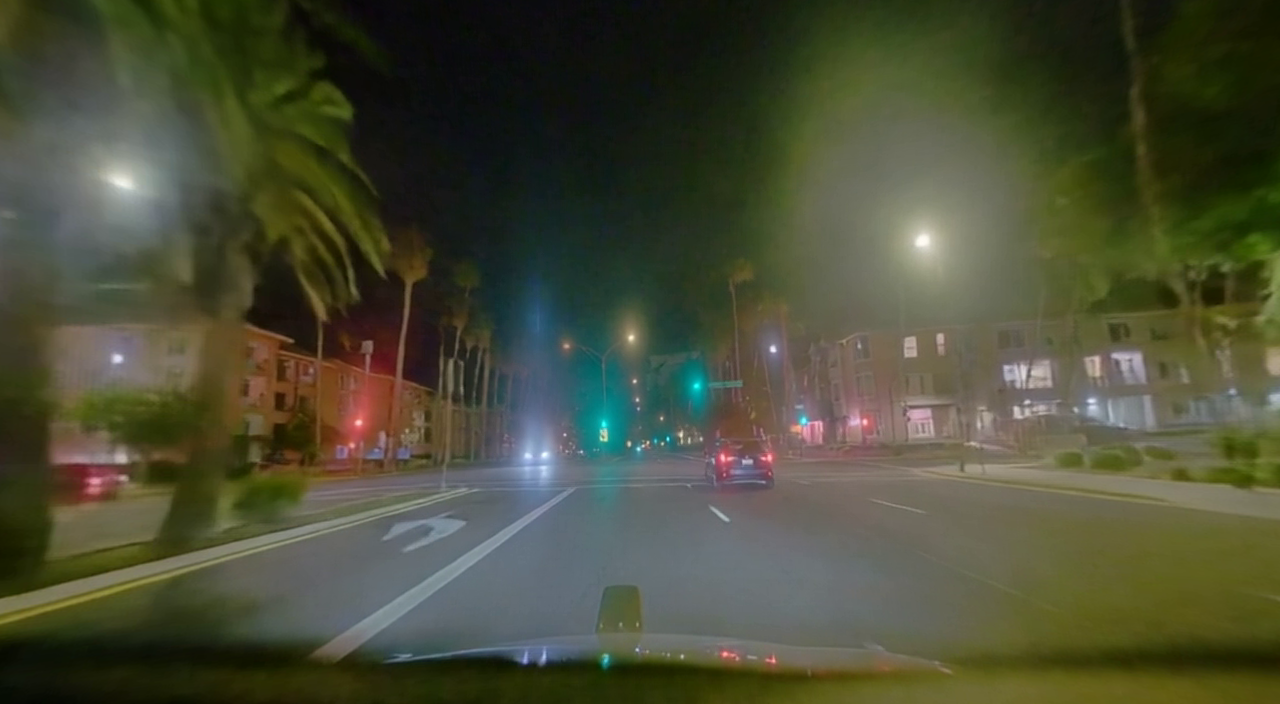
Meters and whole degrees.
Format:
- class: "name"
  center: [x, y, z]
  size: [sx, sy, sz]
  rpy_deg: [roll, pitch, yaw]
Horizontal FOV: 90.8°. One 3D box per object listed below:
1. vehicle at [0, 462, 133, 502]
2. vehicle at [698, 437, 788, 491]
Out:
- class: "vehicle"
  center: [-26.802, 6.042, 29.538]
  size: [4.558, 1.718, 2.151]
  rpy_deg: [-2, -8, 8]
- class: "vehicle"
  center: [3.061, 3.432, 19.737]
  size: [1.964, 1.448, 4.295]
  rpy_deg: [0, -8, -2]
